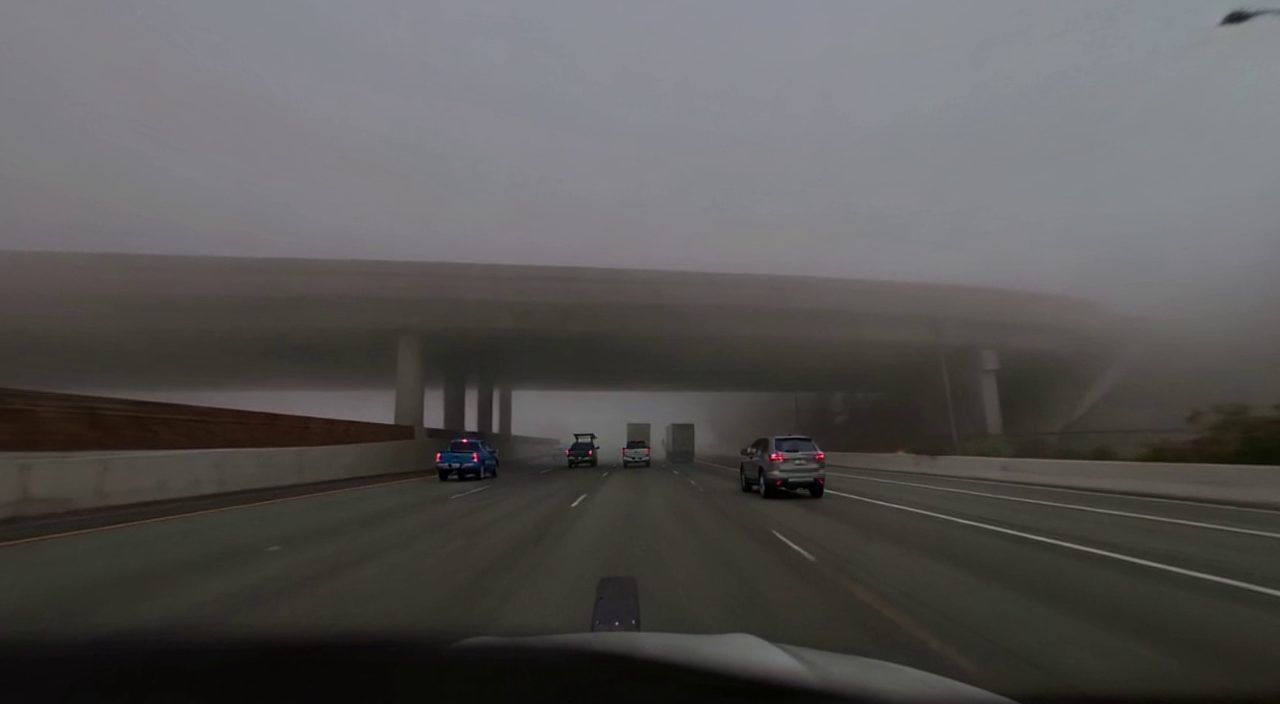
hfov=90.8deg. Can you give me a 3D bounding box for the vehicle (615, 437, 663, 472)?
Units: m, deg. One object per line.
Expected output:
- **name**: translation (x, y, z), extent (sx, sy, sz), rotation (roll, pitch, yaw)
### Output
- **vehicle**: translation (-0.083, 5.872, 36.421), extent (2.572, 1.837, 5.693), rotation (0, -9, 0)

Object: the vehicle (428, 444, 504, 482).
- **vehicle**: translation (-7.314, 4.691, 27.077), extent (1.947, 1.444, 4.595), rotation (0, -9, 0)

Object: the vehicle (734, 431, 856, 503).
- **vehicle**: translation (3.924, 2.993, 16.806), extent (2.119, 1.653, 4.000), rotation (0, -9, -2)

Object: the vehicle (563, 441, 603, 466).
- **vehicle**: translation (-4.100, 7.431, 46.544), extent (2.535, 1.715, 5.030), rotation (0, -9, -1)
